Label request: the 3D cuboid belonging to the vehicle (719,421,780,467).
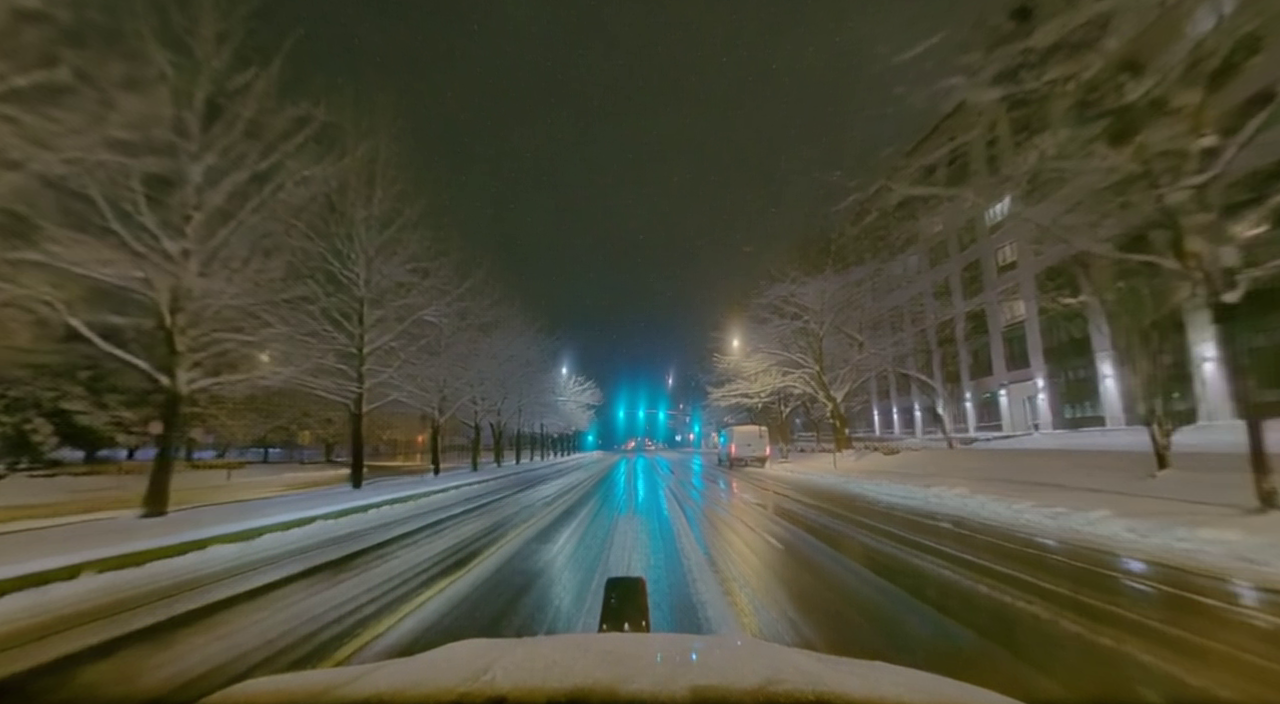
[{"bbox_3d":[6.644,5.717,39.068,2.762,2.607,6.182,0,-8,1],"label":"vehicle"}]
